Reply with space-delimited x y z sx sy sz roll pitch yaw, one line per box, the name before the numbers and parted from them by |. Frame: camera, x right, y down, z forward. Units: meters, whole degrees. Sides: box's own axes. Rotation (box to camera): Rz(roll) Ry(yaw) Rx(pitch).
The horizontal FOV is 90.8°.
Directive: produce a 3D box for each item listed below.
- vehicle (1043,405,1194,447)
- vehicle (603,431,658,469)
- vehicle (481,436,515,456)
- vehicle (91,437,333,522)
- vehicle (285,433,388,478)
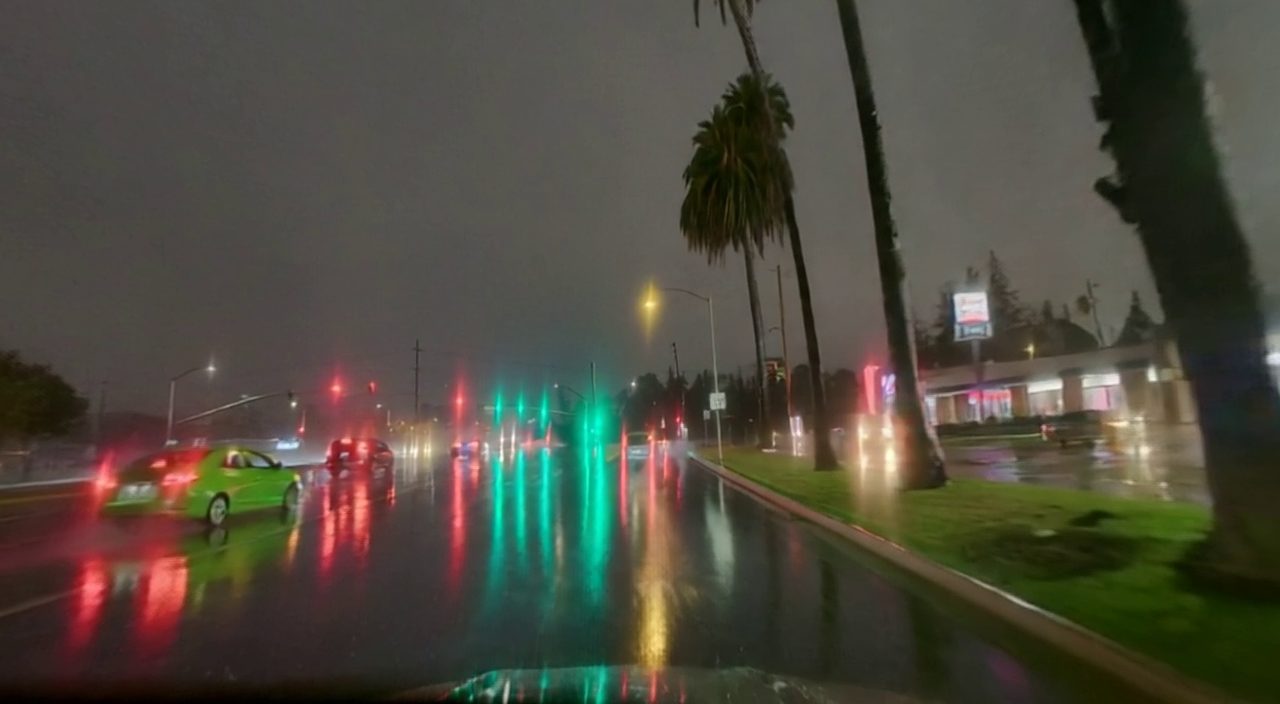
vehicle | 18.399 2.940 24.630 1.882 1.463 4.550 1 -9 -9
vehicle | -0.325 4.240 27.590 2.070 1.493 4.570 -1 -8 3
vehicle | -10.947 7.248 48.810 1.905 1.482 4.463 0 -8 -4
vehicle | -8.566 2.535 13.304 1.958 1.455 4.504 0 -8 0
vehicle | -12.358 4.218 26.169 2.108 1.669 5.076 0 -8 -5
